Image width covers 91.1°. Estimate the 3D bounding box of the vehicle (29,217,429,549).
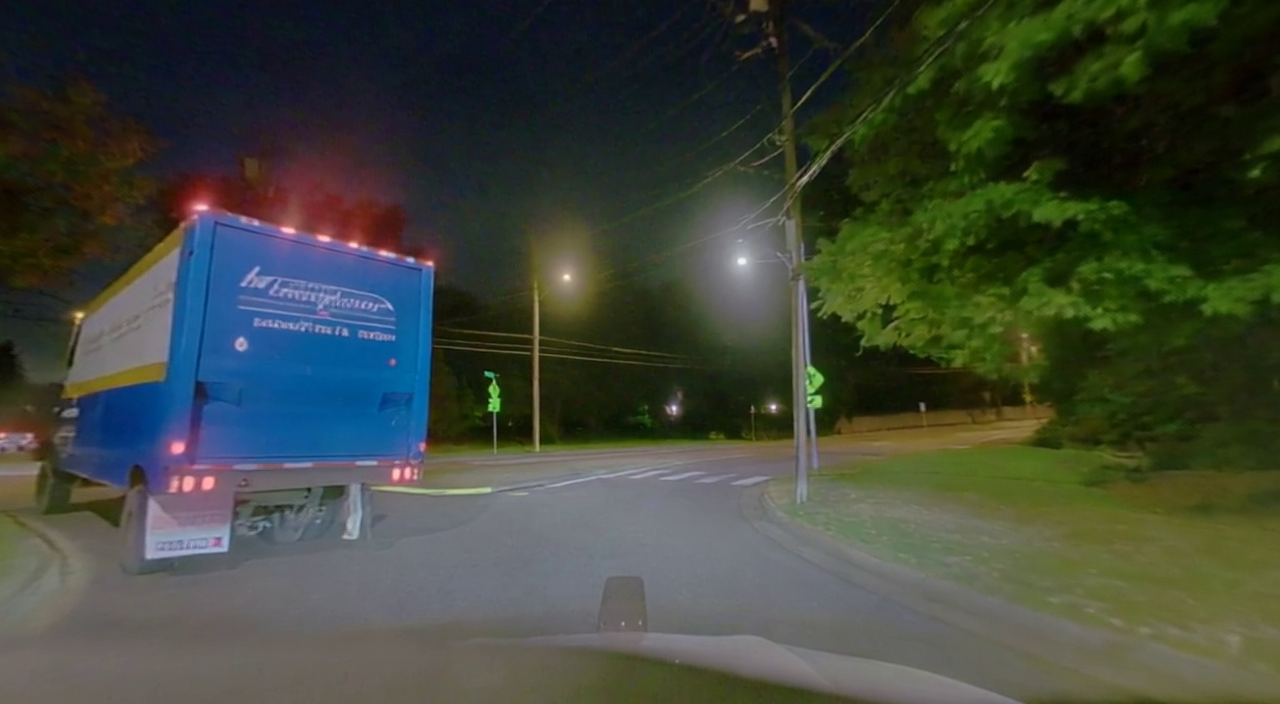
[{"bbox_3d":[-7.467,0.842,10.489,9.680,3.326,2.838,-7,-11,41],"label":"vehicle"}]
